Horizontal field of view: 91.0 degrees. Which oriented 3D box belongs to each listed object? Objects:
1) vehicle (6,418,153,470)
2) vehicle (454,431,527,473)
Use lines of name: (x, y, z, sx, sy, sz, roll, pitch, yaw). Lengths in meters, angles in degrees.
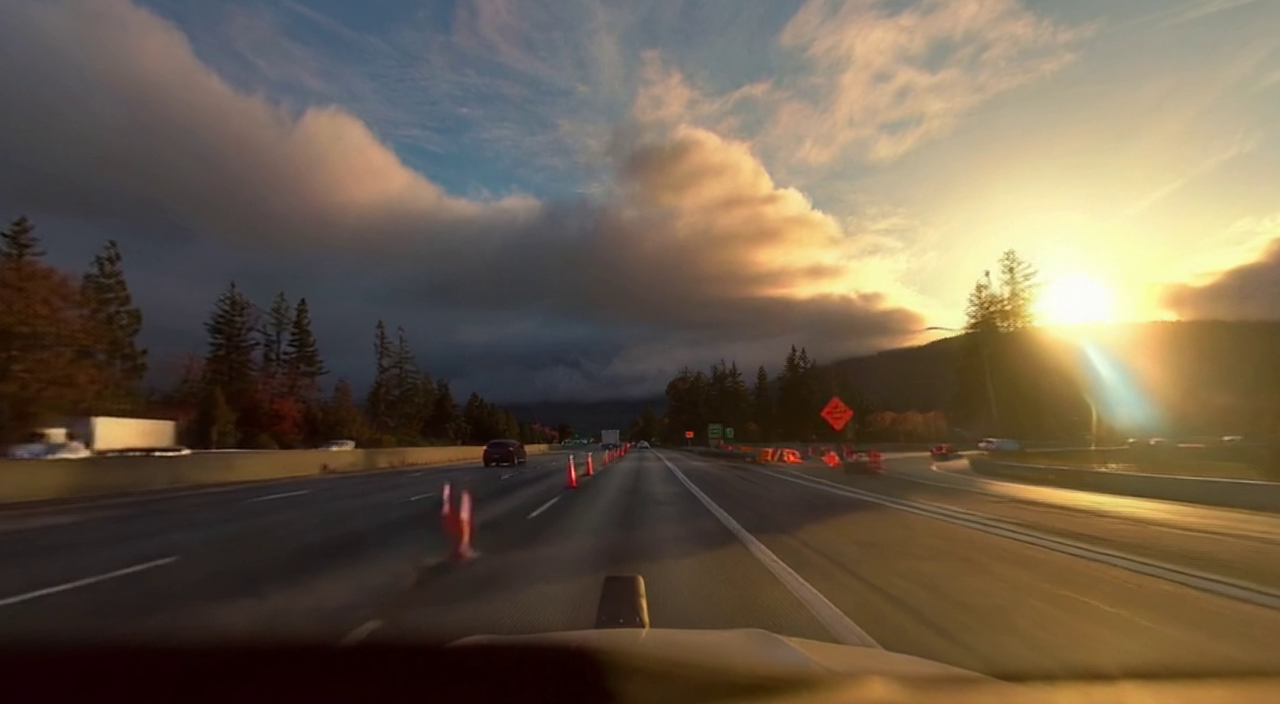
vehicle: (-25.805, 4.258, 29.282, 2.351, 2.192, 4.592, 0, -8, 3)
vehicle: (-6.851, 4.636, 29.487, 2.103, 1.775, 4.966, 0, -8, 1)
